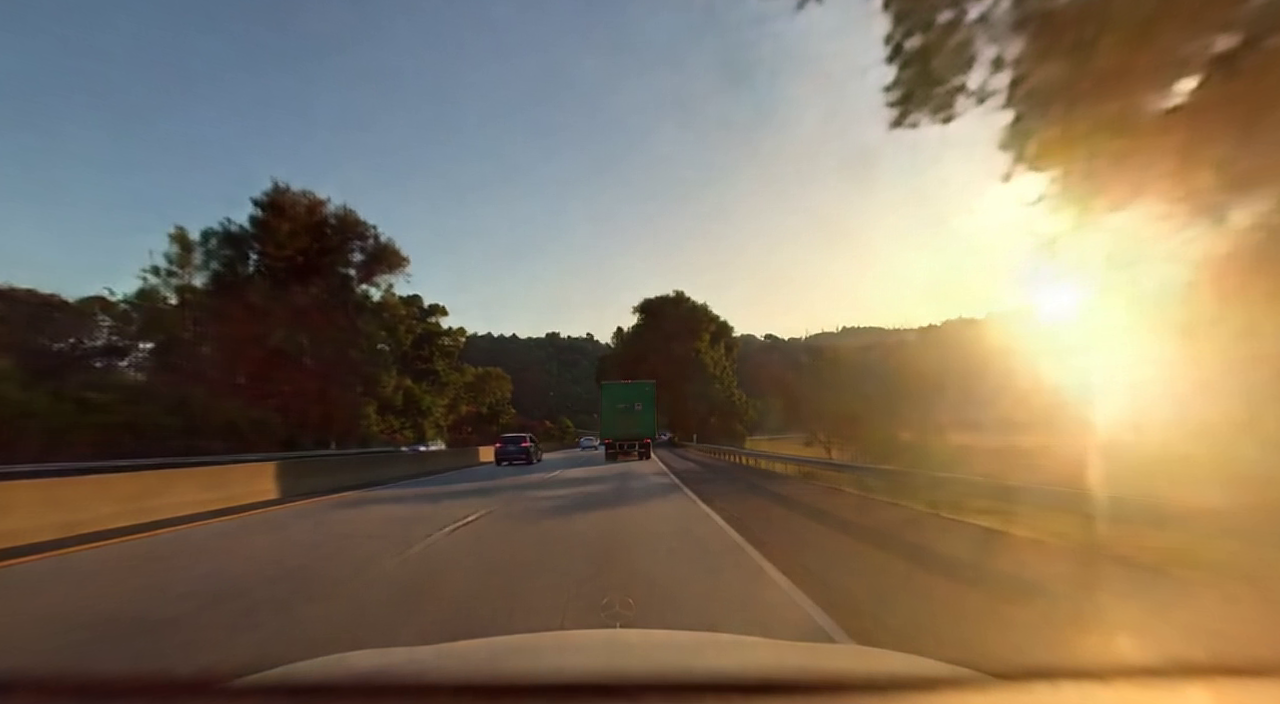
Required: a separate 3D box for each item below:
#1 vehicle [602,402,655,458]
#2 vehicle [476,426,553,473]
[{"bbox_3d":[-0.536,3.498,28.282,2.319,2.461,1.270,0,-8,-3],"label":"vehicle"},{"bbox_3d":[-4.957,3.907,25.584,2.138,1.697,4.587,0,-8,0],"label":"vehicle"}]
